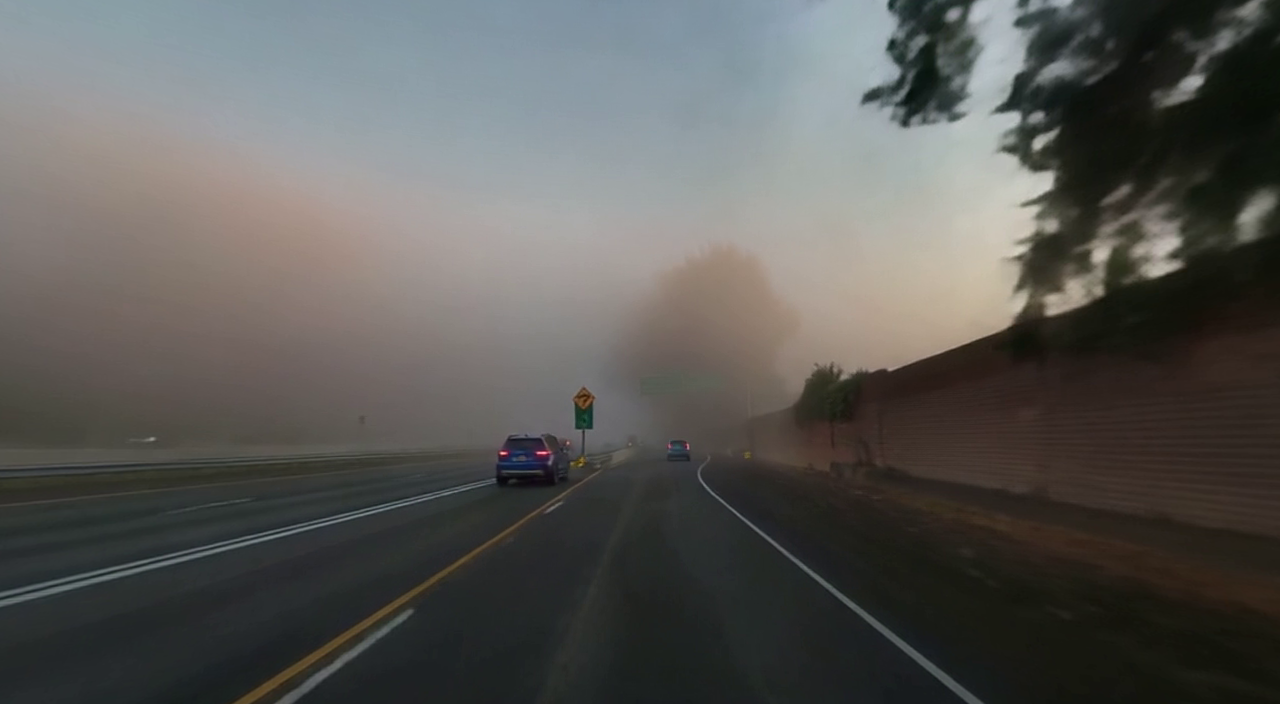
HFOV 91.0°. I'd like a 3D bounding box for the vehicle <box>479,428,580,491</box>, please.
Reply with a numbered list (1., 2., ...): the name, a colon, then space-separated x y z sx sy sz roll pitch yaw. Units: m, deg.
1. vehicle: -3.282 3.333 19.830 2.151 1.707 4.759 0 -9 2
